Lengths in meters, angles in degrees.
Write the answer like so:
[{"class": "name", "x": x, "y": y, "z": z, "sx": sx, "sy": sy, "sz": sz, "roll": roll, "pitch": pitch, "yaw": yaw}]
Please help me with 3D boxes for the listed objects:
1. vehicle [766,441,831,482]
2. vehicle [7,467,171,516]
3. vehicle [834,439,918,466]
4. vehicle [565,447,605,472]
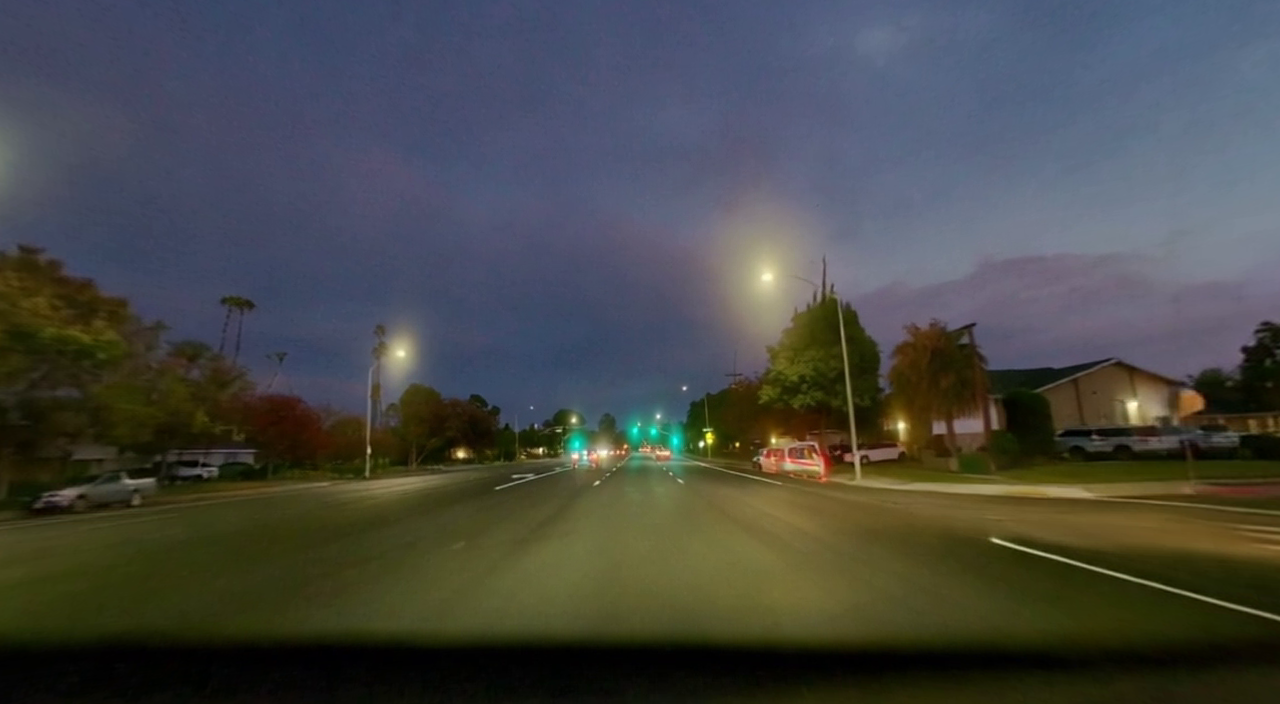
[{"class": "vehicle", "x": 7.741, "y": 5.426, "z": 31.287, "sx": 2.006, "sy": 1.758, "sz": 4.311, "roll": 4, "pitch": -10, "yaw": 0}, {"class": "vehicle", "x": -21.225, "y": 5.362, "z": 24.709, "sx": 2.003, "sy": 1.555, "sz": 4.921, "roll": -1, "pitch": -9, "yaw": 0}, {"class": "vehicle", "x": 15.514, "y": 6.619, "z": 41.701, "sx": 4.748, "sy": 1.608, "sz": 1.929, "roll": -2, "pitch": -9, "yaw": 1}, {"class": "vehicle", "x": -3.531, "y": 7.031, "z": 41.596, "sx": 2.263, "sy": 1.548, "sz": 4.555, "roll": 0, "pitch": -8, "yaw": -1}]
